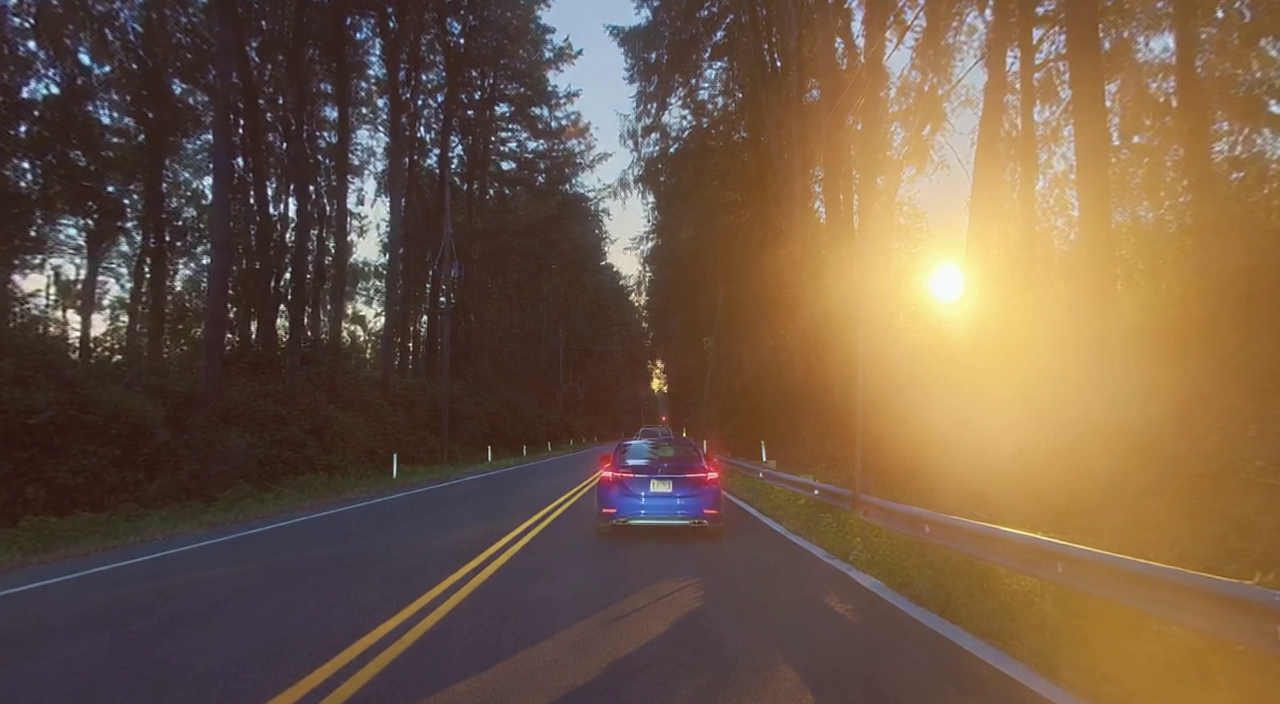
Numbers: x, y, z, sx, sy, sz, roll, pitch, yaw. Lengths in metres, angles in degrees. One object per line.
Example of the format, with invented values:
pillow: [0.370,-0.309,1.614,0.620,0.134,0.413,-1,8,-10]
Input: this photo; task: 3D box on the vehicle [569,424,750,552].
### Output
vehicle: [0.265,1.936,9.575,2.187,1.533,3.726,0,-8,1]
